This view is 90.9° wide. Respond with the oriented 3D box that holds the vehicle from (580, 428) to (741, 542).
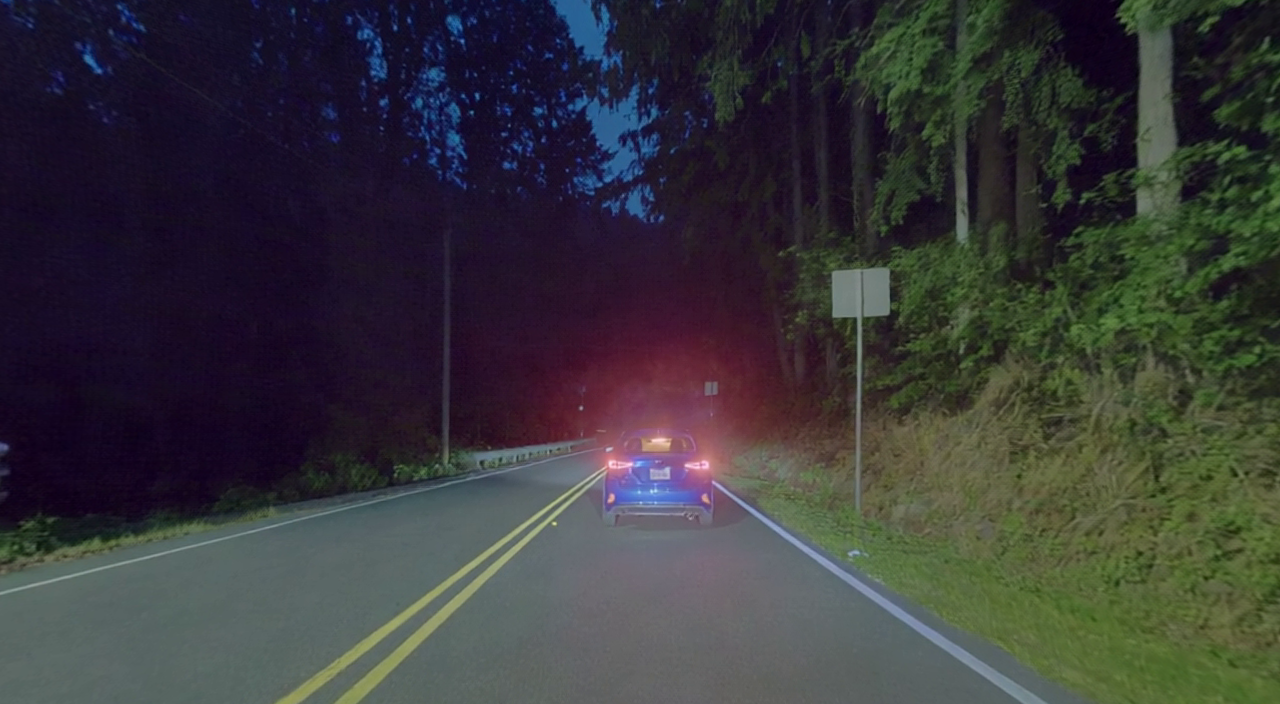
[{"bbox_3d":[0.293,2.082,10.465,2.187,1.533,3.726,0,-8,1],"label":"vehicle"}]
